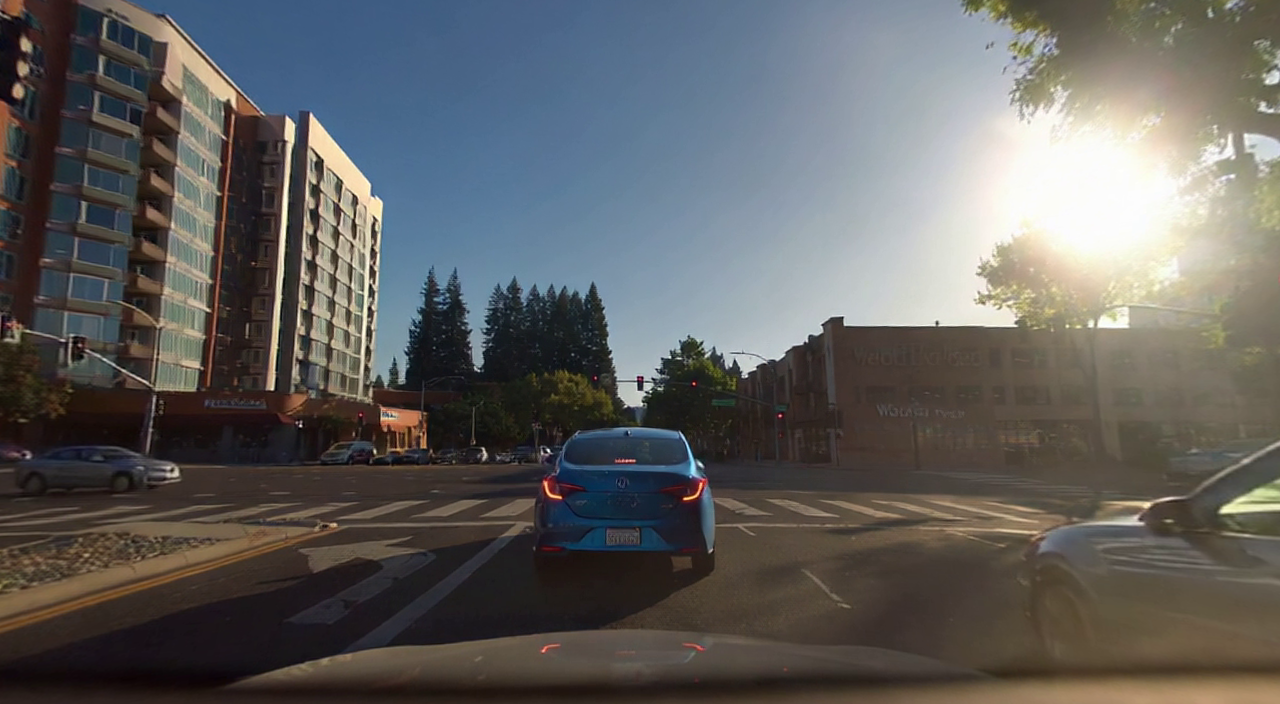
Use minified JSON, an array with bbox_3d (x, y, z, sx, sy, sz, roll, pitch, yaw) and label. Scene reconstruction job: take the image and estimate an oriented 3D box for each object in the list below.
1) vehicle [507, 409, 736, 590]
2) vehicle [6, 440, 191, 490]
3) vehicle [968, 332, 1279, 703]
[{"bbox_3d":[-0.199,1.627,7.753,2.066,1.618,3.922,0,-8,-1],"label":"vehicle"},{"bbox_3d":[-18.783,3.918,22.090,4.544,1.639,2.048,0,-8,1],"label":"vehicle"},{"bbox_3d":[3.420,0.821,2.229,1.995,1.787,4.810,1,-8,1],"label":"vehicle"}]
